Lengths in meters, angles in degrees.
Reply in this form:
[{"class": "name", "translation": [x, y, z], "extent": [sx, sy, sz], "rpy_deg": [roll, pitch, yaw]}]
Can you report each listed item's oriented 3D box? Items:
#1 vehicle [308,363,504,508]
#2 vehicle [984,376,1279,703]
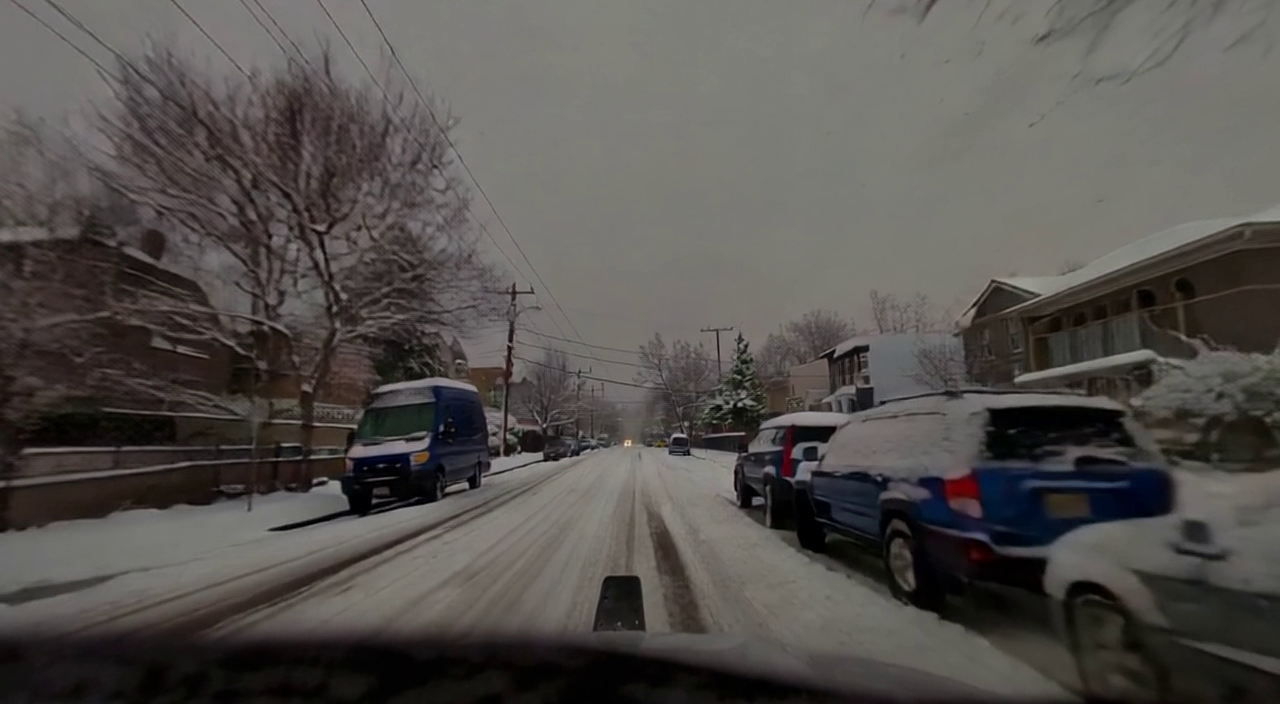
[{"class": "vehicle", "translation": [-6.680, 2.490, 19.597], "extent": [3.115, 3.562, 7.695], "rpy_deg": [-1, -6, 0]}, {"class": "vehicle", "translation": [3.329, 0.865, 1.870], "extent": [2.010, 1.661, 4.615], "rpy_deg": [0, -9, 0]}]
